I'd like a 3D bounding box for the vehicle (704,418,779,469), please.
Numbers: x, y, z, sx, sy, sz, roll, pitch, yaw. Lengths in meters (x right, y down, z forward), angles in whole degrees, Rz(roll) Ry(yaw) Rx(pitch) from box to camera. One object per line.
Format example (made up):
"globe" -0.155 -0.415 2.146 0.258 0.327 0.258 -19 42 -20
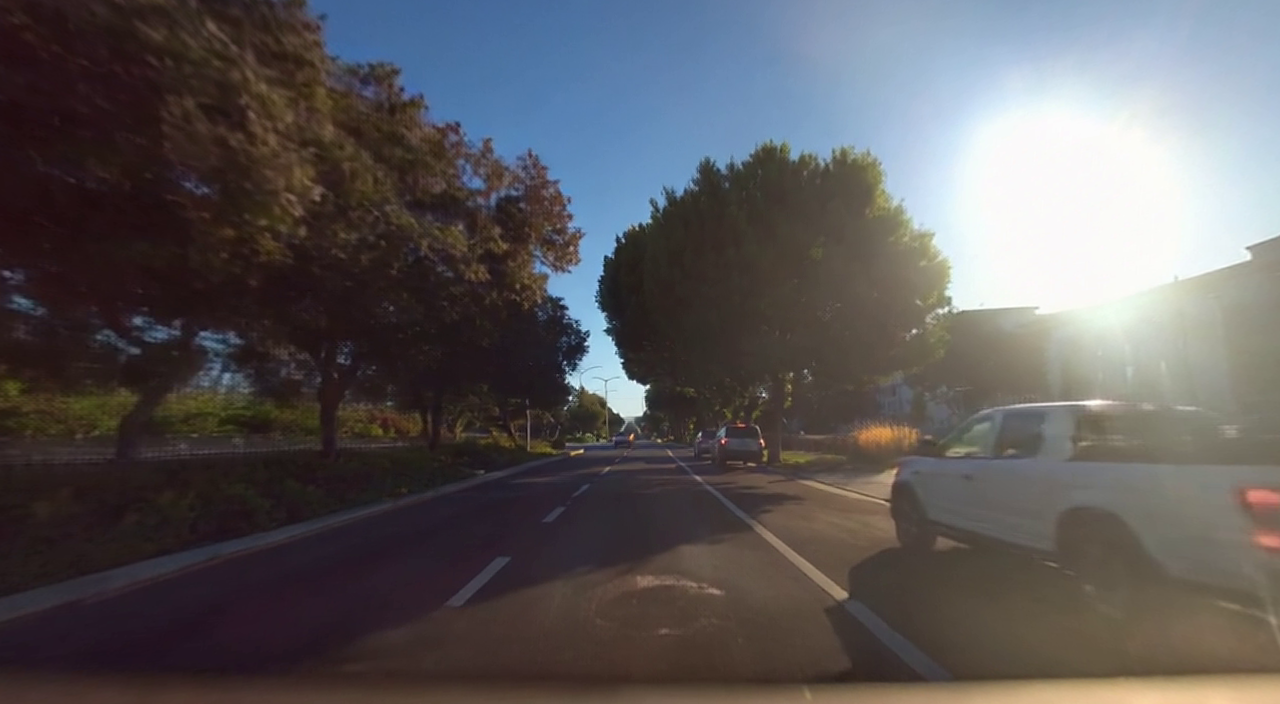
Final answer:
"vehicle" 4.060 3.743 26.030 2.226 1.889 4.543 0 -8 -1

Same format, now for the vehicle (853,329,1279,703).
"vehicle" 3.726 1.080 4.945 2.250 1.720 5.033 0 -8 -1
